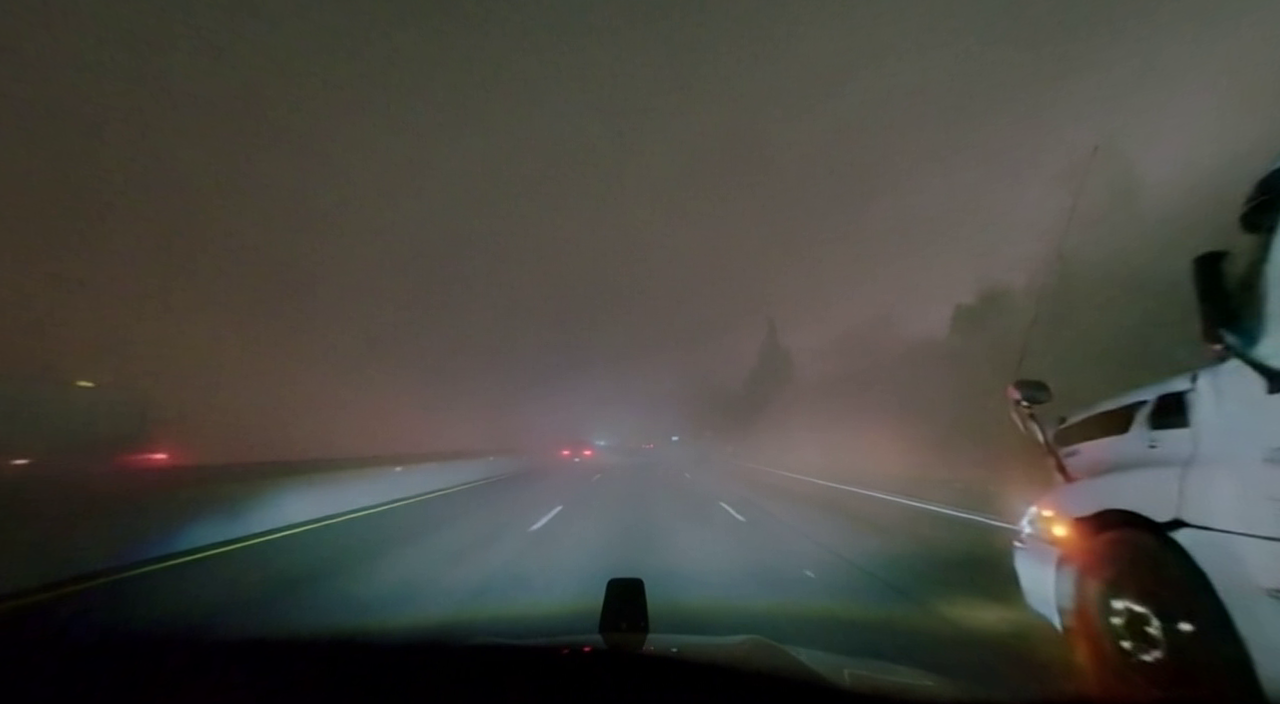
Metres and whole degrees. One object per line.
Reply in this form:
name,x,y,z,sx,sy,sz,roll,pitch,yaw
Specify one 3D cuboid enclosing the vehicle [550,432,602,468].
vehicle,-3.206,5.042,32.666,2.189,1.707,4.692,0,-8,0
